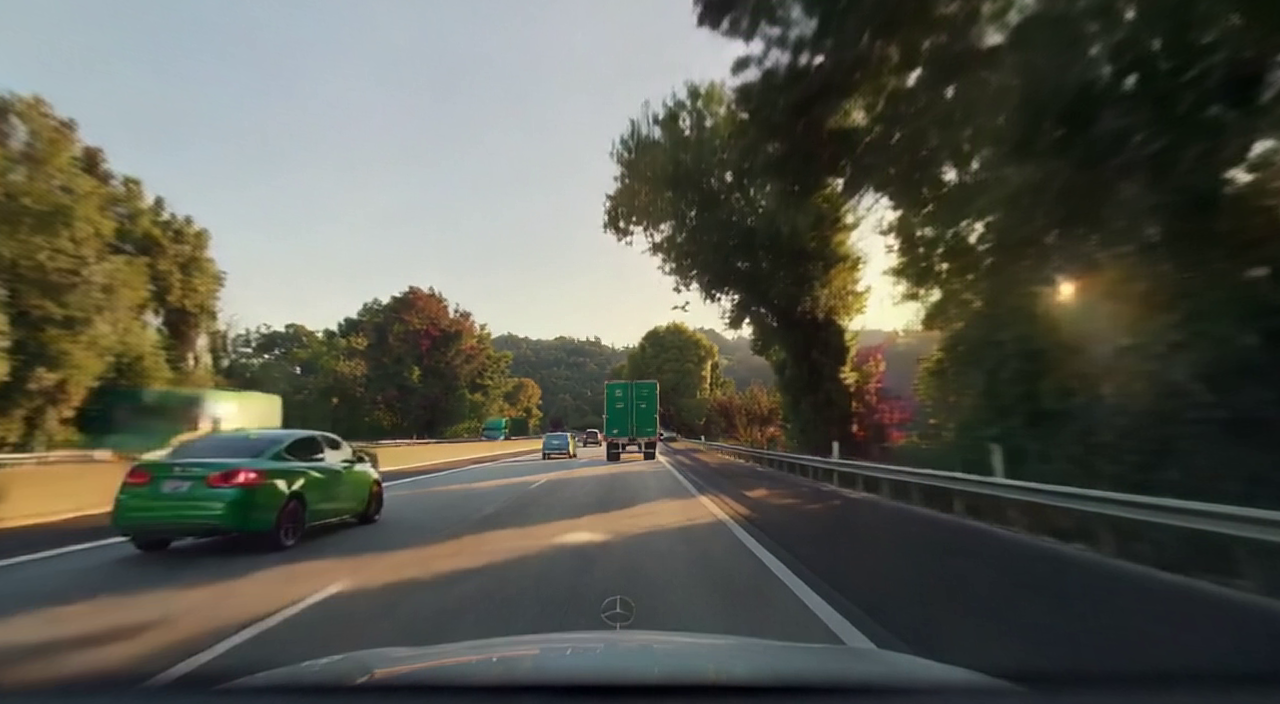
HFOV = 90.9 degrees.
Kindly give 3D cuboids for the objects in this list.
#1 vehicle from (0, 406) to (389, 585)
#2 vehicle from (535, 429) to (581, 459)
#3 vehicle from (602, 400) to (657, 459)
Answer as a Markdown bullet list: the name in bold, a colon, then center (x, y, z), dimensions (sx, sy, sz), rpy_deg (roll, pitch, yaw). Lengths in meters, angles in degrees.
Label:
- **vehicle**: center (-4.711, 1.490, 7.390), dimensions (1.909, 1.520, 3.897), rpy_deg (0, -8, 0)
- **vehicle**: center (-4.992, 5.658, 38.934), dimensions (2.138, 1.697, 4.587), rpy_deg (0, -8, 1)
- **vehicle**: center (-0.442, 3.329, 27.178), dimensions (2.319, 2.461, 1.270), rpy_deg (0, -8, 0)
